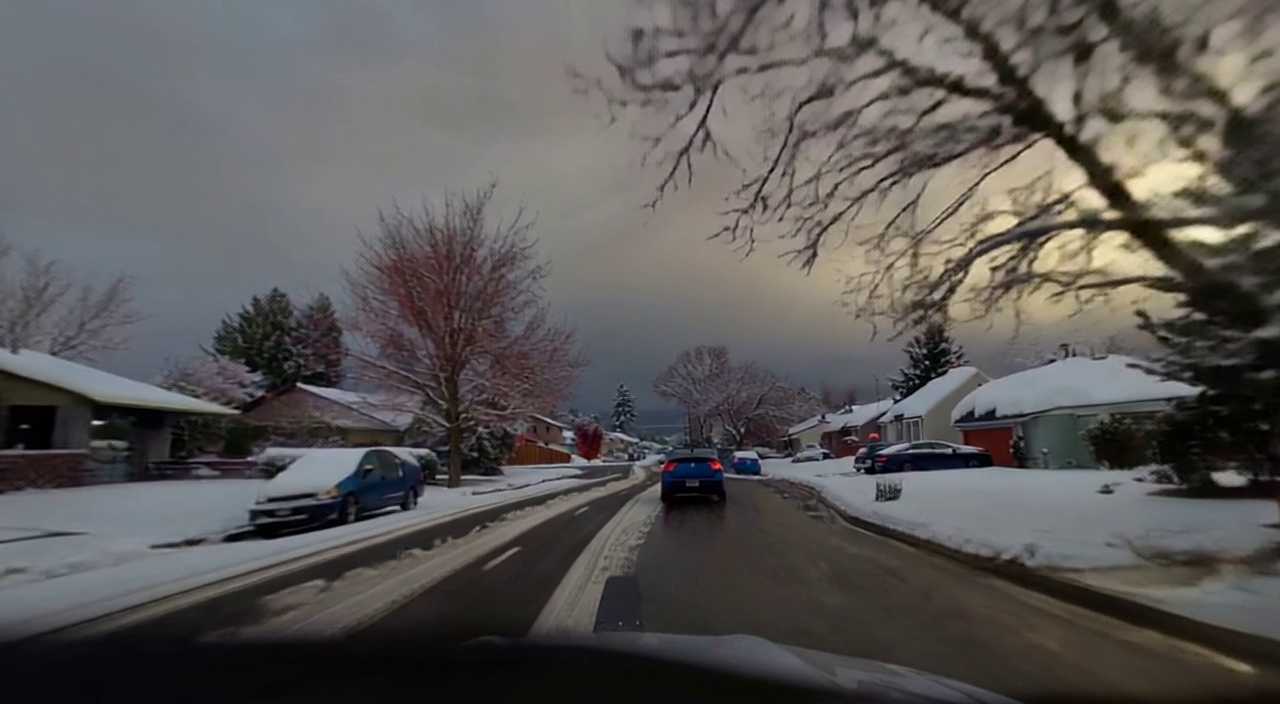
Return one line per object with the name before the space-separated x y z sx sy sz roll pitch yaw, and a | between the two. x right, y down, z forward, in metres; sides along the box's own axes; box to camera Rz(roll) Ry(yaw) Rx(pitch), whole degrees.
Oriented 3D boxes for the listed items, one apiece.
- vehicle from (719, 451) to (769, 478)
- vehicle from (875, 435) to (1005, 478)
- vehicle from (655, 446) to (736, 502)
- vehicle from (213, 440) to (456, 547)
vehicle | 6.039 6.602 37.227 2.089 1.462 4.529 0 -9 -1
vehicle | 12.928 4.515 27.429 4.524 1.587 2.064 -2 -8 -2
vehicle | 1.620 3.638 19.310 2.192 1.474 4.192 -1 -9 3
vehicle | -6.108 2.842 13.566 2.641 1.747 4.738 -3 -8 4
